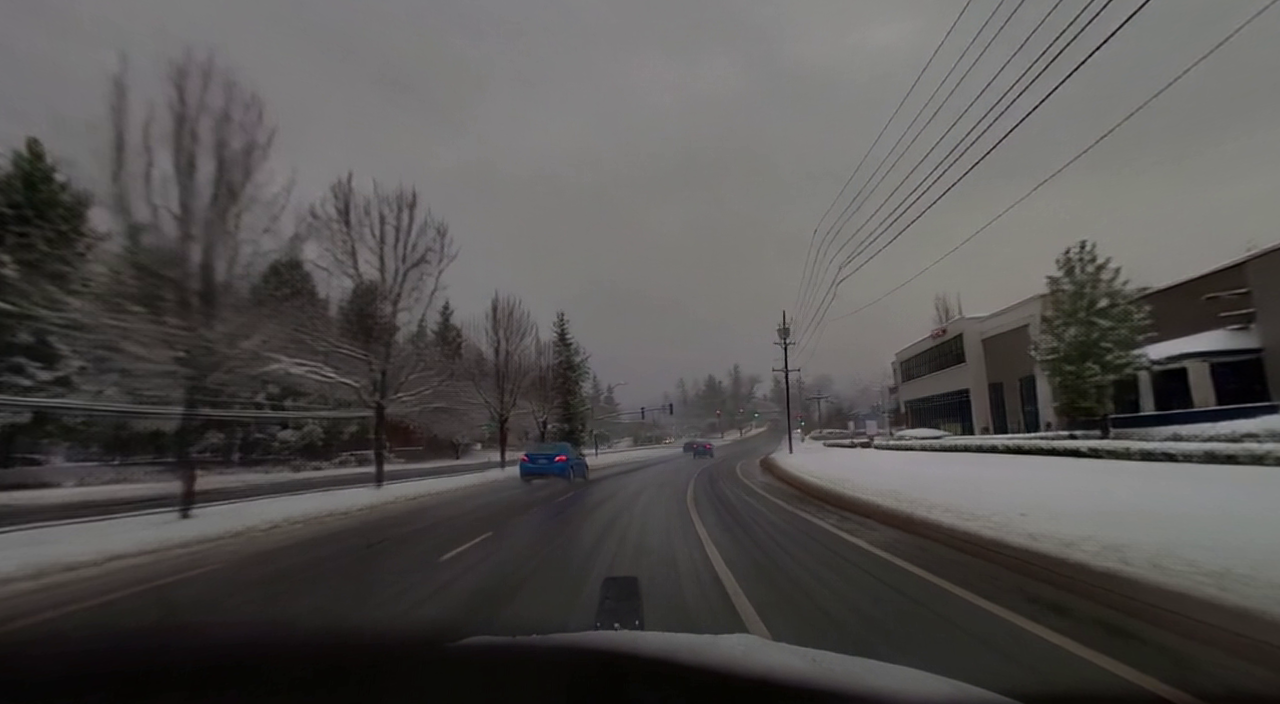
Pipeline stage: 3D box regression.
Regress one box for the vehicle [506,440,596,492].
[{"bbox_3d":[-2.772,3.692,20.850,1.928,1.488,4.635,-1,-8,5],"label":"vehicle"}]
